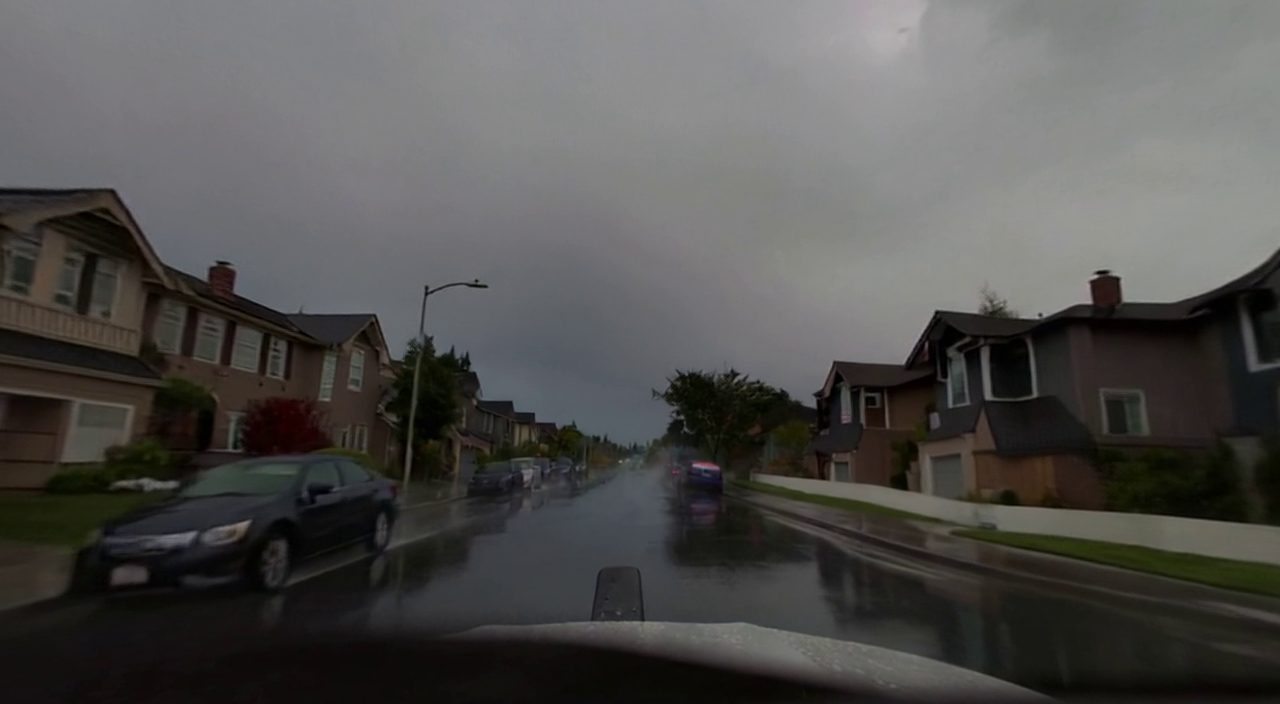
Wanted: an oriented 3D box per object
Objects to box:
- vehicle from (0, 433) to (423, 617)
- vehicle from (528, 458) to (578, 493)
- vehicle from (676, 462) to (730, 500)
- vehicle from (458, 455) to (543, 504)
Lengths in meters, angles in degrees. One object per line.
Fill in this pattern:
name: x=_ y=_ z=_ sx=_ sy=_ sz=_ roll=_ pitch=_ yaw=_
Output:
vehicle: x=-4.504 y=1.867 z=7.655 sx=2.080 sy=1.471 sz=4.638 roll=1 pitch=-10 yaw=0
vehicle: x=-4.591 y=6.573 z=33.885 sx=2.089 sy=1.508 sz=4.537 roll=2 pitch=-8 yaw=-2
vehicle: x=2.765 y=5.808 z=28.733 sx=1.888 sy=1.484 sz=4.476 roll=1 pitch=-9 yaw=-2
vehicle: x=-4.734 y=4.397 z=22.220 sx=2.020 sy=1.470 sz=5.300 roll=1 pitch=-9 yaw=-2
